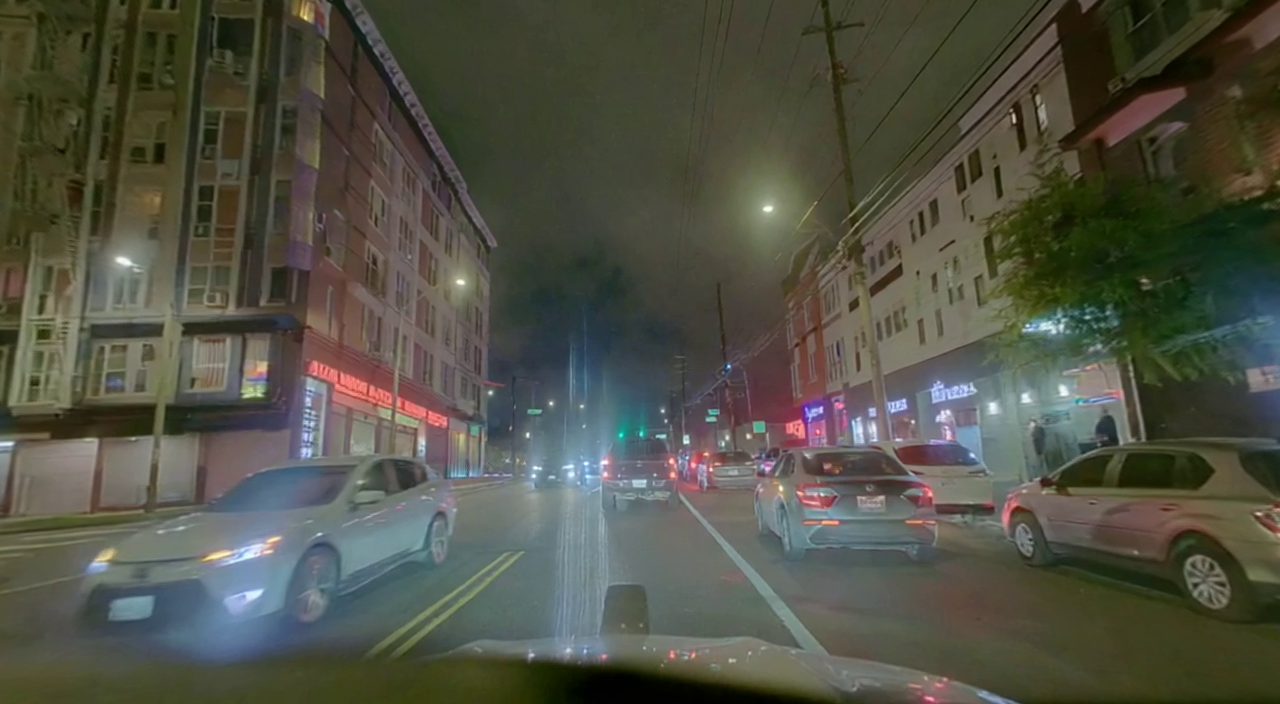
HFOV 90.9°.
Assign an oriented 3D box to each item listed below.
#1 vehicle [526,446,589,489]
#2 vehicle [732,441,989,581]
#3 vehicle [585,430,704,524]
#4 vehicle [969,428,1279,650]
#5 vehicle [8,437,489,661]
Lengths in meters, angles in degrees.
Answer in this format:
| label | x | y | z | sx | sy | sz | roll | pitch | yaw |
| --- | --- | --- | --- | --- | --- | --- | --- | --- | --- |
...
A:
| label | x | y | z | sx | sy | sz | roll | pitch | yaw |
| --- | --- | --- | --- | --- | --- | --- | --- | --- | --- |
| vehicle | -3.535 | 5.041 | 27.858 | 2.112 | 1.705 | 4.365 | 0 | -8 | 1 |
| vehicle | 2.677 | 2.028 | 9.001 | 2.029 | 1.460 | 4.451 | 0 | -8 | 0 |
| vehicle | 0.047 | 2.646 | 13.916 | 2.232 | 1.736 | 4.036 | 0 | -8 | -1 |
| vehicle | 5.530 | 1.626 | 6.391 | 1.931 | 1.585 | 4.387 | 0 | -9 | -1 |
| vehicle | -3.207 | 1.671 | 6.553 | 2.087 | 1.493 | 4.402 | 0 | -8 | 1 |
